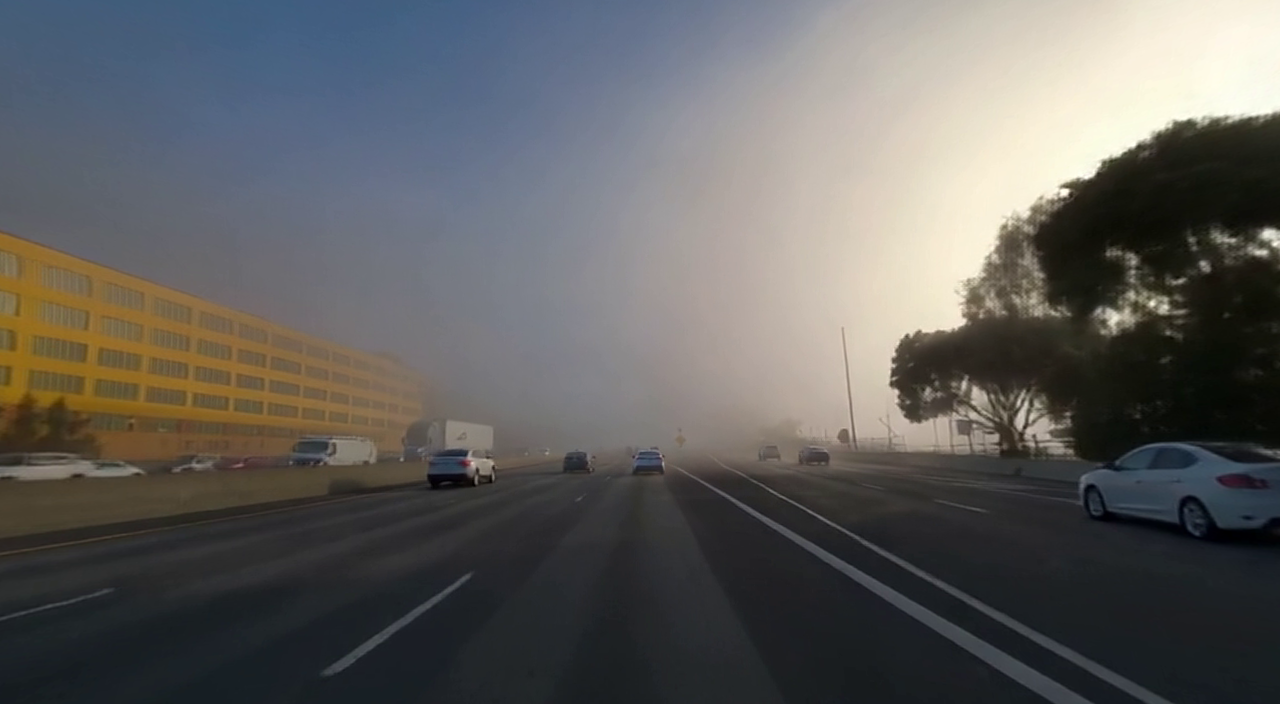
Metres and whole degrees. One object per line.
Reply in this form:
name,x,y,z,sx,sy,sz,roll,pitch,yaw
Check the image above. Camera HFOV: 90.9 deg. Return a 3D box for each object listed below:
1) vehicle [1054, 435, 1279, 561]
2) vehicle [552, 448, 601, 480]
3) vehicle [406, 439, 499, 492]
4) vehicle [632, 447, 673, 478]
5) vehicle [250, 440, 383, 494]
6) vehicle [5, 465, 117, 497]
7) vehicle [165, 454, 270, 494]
vehicle,8.768,2.046,9.699,1.966,1.484,4.610,-1,-8,5
vehicle,-3.312,5.920,33.671,2.059,1.508,4.662,-1,-8,1
vehicle,-7.204,4.379,24.851,2.106,1.827,4.814,-1,-8,1
vehicle,0.641,6.037,34.768,2.107,1.538,3.999,0,-8,0
vehicle,-12.919,4.592,25.771,2.283,1.915,5.774,-1,-8,1
vehicle,-28.488,6.337,31.208,1.896,1.447,3.814,0,-10,-1
vehicle,-20.181,5.793,30.378,1.853,1.671,4.525,-1,-8,1
